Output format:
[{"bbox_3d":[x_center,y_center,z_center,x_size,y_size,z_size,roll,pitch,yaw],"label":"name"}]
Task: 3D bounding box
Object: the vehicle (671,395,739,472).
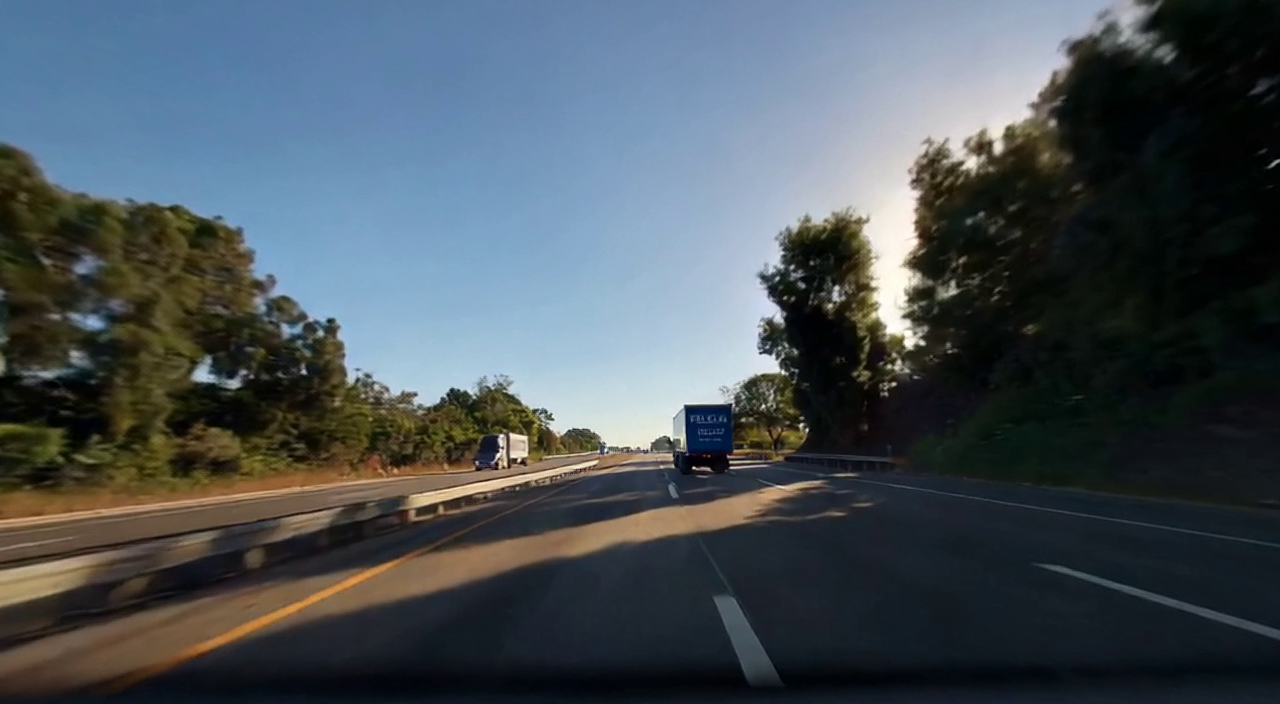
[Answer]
[{"bbox_3d":[3.916,5.469,41.244,3.341,4.269,12.252,0,-9,1],"label":"vehicle"}]
